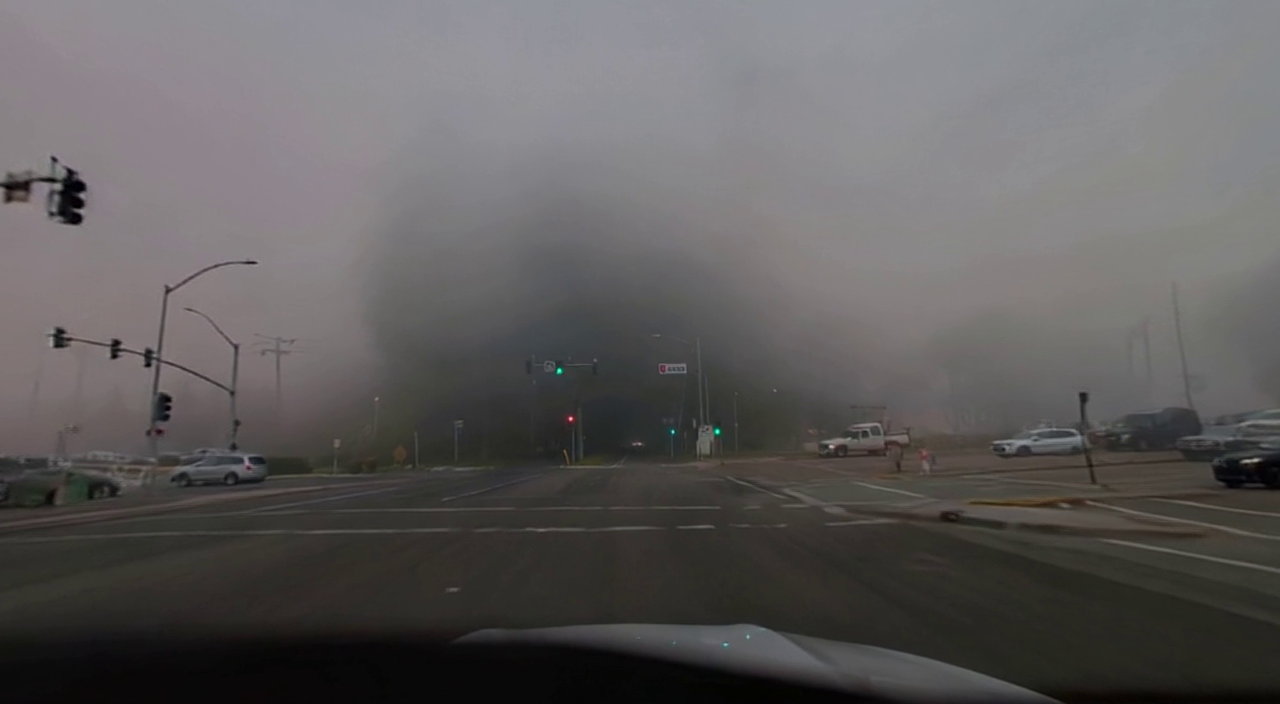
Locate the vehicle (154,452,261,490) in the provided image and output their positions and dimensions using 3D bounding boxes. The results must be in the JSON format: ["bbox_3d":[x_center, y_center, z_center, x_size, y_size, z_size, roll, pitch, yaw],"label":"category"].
[{"bbox_3d":[-25.912,7.132,38.004,5.056,1.839,1.957,-3,-6,-1],"label":"vehicle"}]

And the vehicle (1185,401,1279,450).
[{"bbox_3d":[29.905,3.487,29.804,6.052,2.171,2.511,0,-8,-2],"label":"vehicle"}]

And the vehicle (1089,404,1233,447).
[{"bbox_3d":[28.927,4.136,35.257,5.625,2.303,2.592,0,-8,2],"label":"vehicle"}]

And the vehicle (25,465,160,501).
[{"bbox_3d":[-25.823,6.175,29.918,4.448,1.525,1.835,1,-9,-5],"label":"vehicle"}]

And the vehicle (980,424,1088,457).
[{"bbox_3d":[21.608,4.890,34.782,4.578,1.756,2.042,0,-8,-4],"label":"vehicle"}]

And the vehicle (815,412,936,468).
[{"bbox_3d":[13.303,5.178,37.040,2.944,2.783,10.332,0,-8,-1],"label":"vehicle"}]
